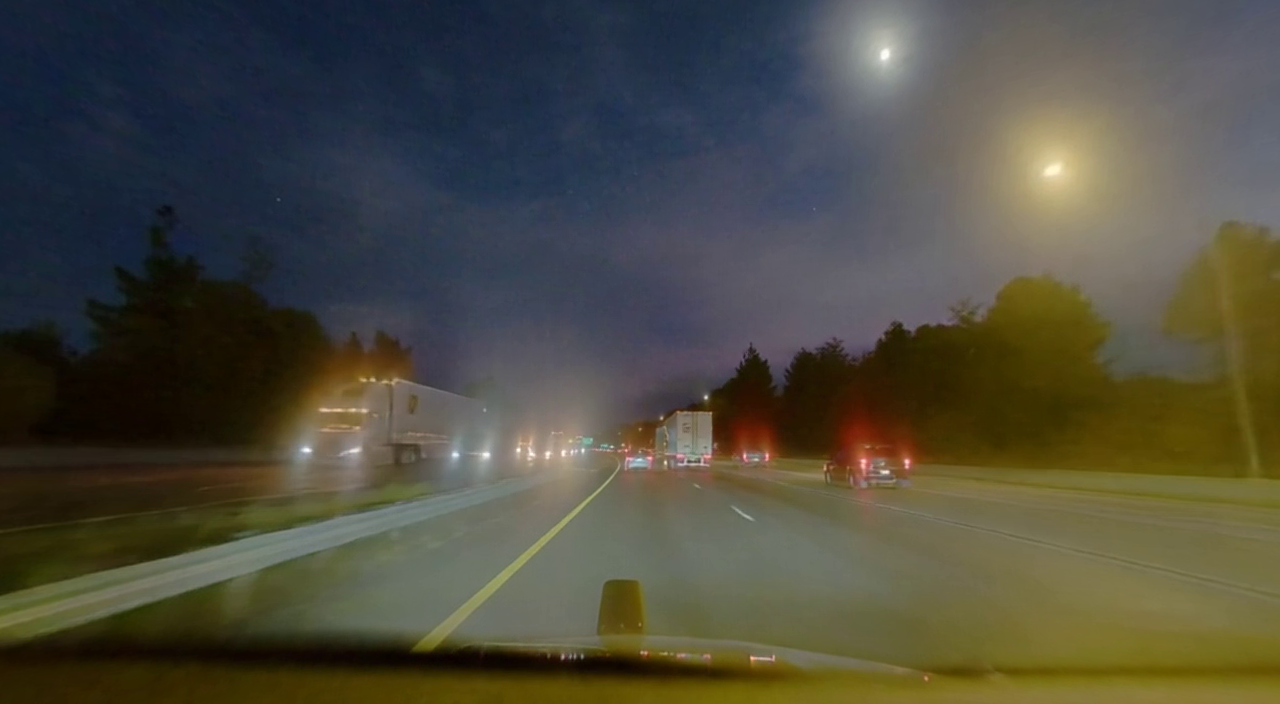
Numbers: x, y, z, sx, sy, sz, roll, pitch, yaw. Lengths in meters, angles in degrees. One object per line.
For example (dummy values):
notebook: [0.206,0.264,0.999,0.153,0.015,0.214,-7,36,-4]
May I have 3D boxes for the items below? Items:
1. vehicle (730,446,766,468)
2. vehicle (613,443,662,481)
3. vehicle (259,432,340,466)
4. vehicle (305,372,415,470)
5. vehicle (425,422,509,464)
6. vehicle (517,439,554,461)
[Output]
vehicle: [8.472,8.260,49.656,1.902,1.652,3.995,0,-9,-3]
vehicle: [-0.138,4.998,28.875,2.111,1.599,3.859,0,-9,-1]
vehicle: [-18.155,5.213,33.847,2.052,1.652,4.093,0,-9,0]
vehicle: [-11.969,3.053,27.329,3.011,3.951,3.378,0,-9,0]
vehicle: [-7.984,4.322,29.801,2.382,1.802,5.288,0,-9,1]
vehicle: [-7.414,6.991,44.987,1.928,1.473,4.170,0,-9,0]
